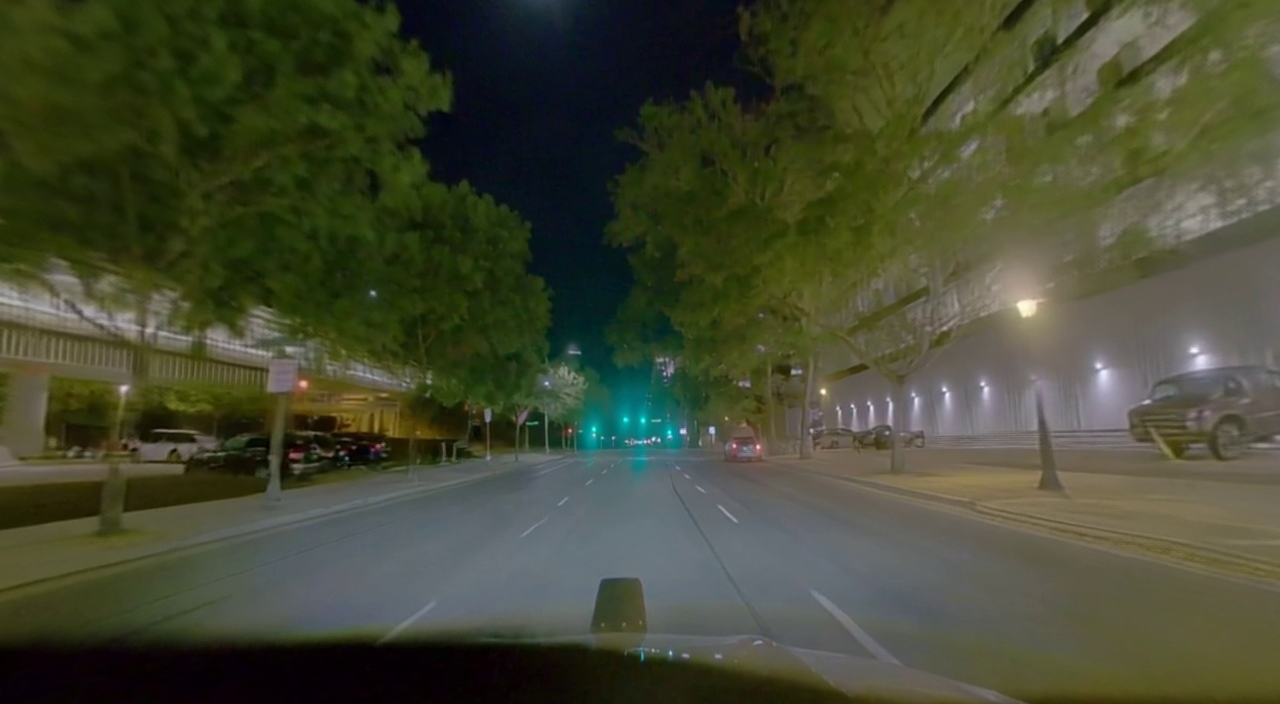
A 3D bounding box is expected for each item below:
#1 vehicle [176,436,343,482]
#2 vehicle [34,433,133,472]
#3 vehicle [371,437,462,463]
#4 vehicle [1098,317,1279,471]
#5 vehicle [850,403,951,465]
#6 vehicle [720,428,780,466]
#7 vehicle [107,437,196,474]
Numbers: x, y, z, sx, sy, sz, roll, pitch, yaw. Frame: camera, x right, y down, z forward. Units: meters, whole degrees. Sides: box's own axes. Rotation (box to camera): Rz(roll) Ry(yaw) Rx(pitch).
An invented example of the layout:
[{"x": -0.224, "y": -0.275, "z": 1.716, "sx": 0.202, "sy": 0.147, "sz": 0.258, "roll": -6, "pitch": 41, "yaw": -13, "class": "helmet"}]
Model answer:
[{"x": -14.508, "y": 4.097, "z": 24.365, "sx": 4.954, "sy": 1.614, "sz": 2.227, "roll": 0, "pitch": -9, "yaw": -4, "class": "vehicle"}, {"x": -27.333, "y": 4.926, "z": 31.201, "sx": 2.026, "sy": 1.723, "sz": 4.322, "roll": 3, "pitch": -8, "yaw": -18, "class": "vehicle"}, {"x": -13.660, "y": 6.048, "z": 38.810, "sx": 4.765, "sy": 1.517, "sz": 2.182, "roll": 0, "pitch": -9, "yaw": 0, "class": "vehicle"}, {"x": 13.730, "y": 0.923, "z": 12.947, "sx": 3.046, "sy": 2.906, "sz": 7.271, "roll": 0, "pitch": -8, "yaw": -1, "class": "vehicle"}, {"x": 13.239, "y": 4.290, "z": 32.646, "sx": 2.935, "sy": 2.889, "sz": 5.499, "roll": 0, "pitch": -8, "yaw": 2, "class": "vehicle"}, {"x": 6.096, "y": 5.347, "z": 35.589, "sx": 2.338, "sy": 1.942, "sz": 5.267, "roll": 0, "pitch": -8, "yaw": -1, "class": "vehicle"}, {"x": -24.598, "y": 5.194, "z": 31.968, "sx": 2.026, "sy": 1.723, "sz": 4.633, "roll": 4, "pitch": -8, "yaw": -18, "class": "vehicle"}]
